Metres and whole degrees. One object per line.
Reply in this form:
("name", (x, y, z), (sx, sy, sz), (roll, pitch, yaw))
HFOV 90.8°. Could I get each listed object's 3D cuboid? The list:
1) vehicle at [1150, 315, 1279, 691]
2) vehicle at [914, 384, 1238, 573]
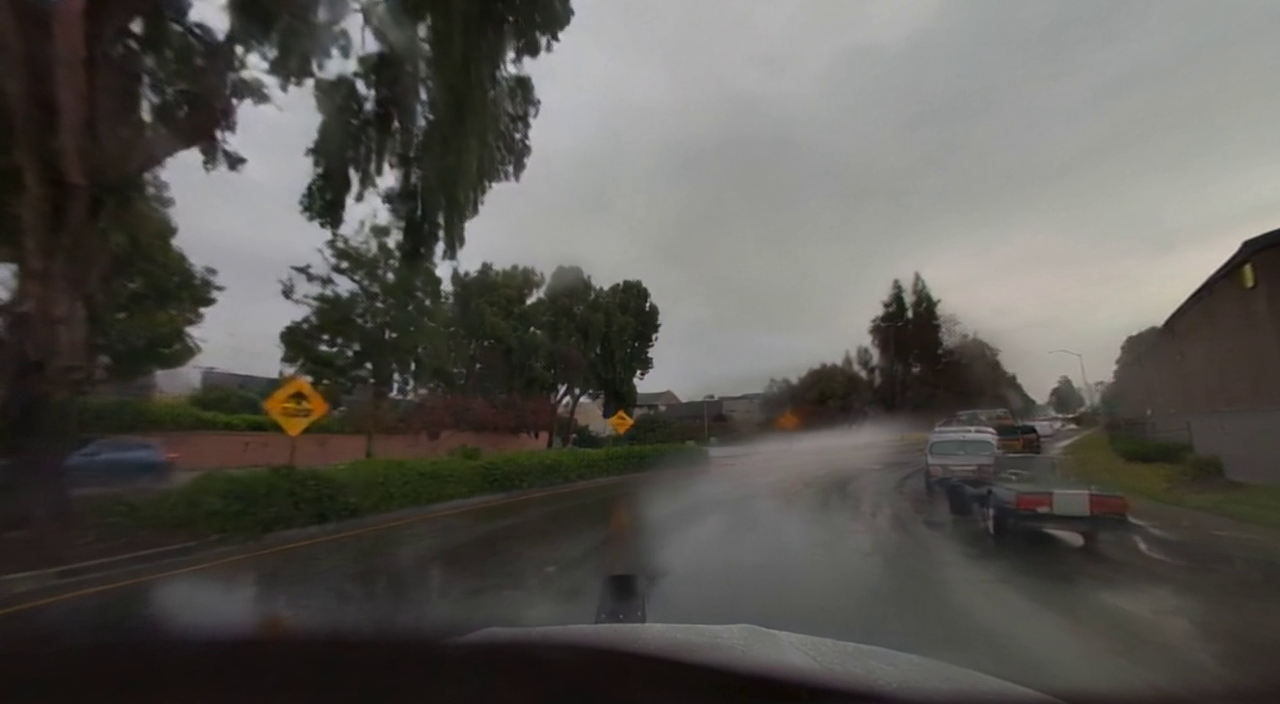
("vehicle", (4.040, 0.520, 1.543), (2.081, 1.866, 4.648), (-1, -8, 7))
("vehicle", (5.374, 1.607, 8.753), (2.269, 1.841, 4.569), (-3, -9, 16))
